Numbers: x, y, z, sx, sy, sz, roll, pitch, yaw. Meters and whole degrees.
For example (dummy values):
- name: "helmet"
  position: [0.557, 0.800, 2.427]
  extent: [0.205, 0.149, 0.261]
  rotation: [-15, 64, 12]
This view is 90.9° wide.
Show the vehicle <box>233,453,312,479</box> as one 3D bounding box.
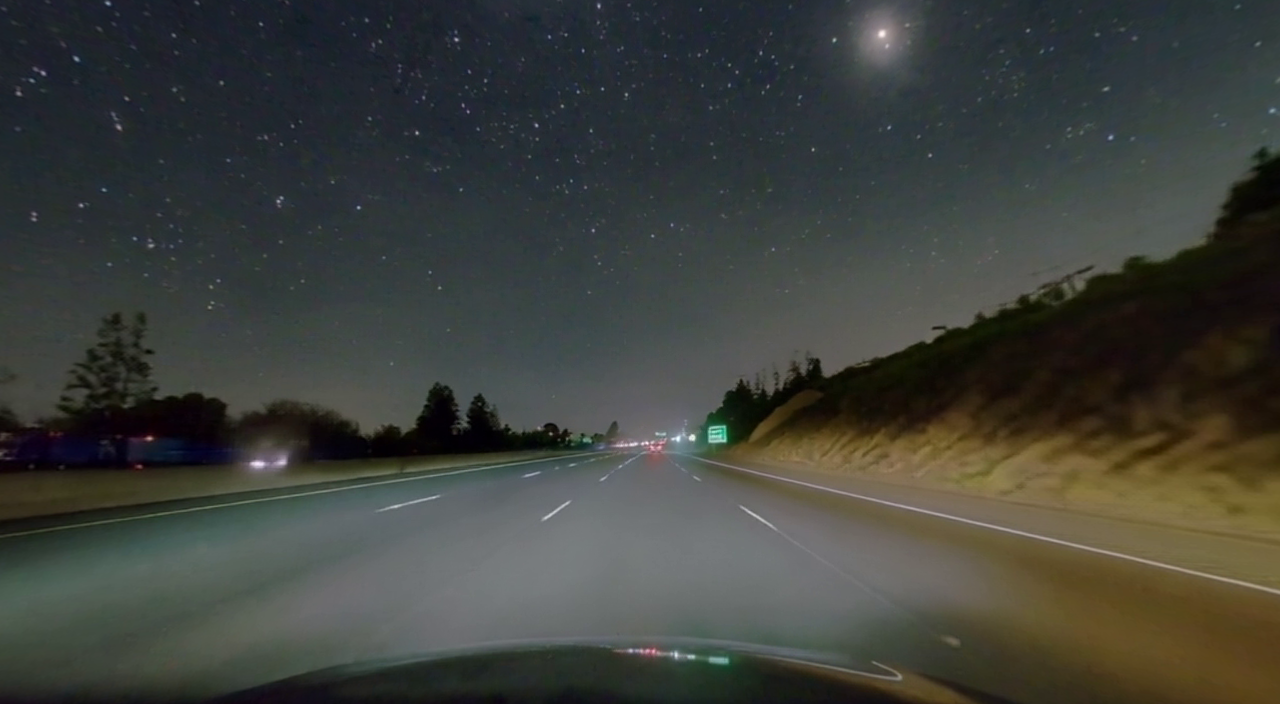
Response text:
- name: "vehicle"
  position: [-21.957, 6.821, 37.928]
  extent: [1.900, 1.475, 4.609]
  rotation: [0, -9, 1]
